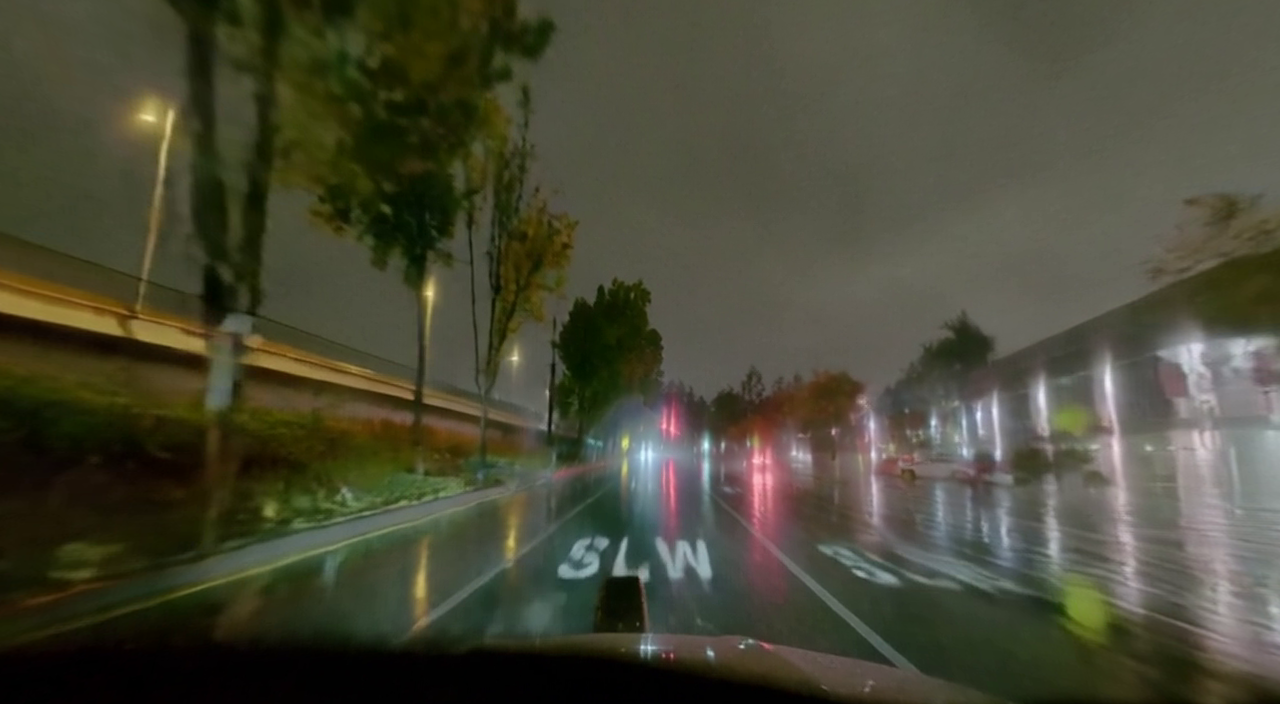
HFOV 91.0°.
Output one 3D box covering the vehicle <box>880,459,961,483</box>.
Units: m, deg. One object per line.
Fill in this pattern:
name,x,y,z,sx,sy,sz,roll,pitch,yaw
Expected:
vehicle,19.844,8.428,44.754,4.635,1.552,2.334,1,-9,1
